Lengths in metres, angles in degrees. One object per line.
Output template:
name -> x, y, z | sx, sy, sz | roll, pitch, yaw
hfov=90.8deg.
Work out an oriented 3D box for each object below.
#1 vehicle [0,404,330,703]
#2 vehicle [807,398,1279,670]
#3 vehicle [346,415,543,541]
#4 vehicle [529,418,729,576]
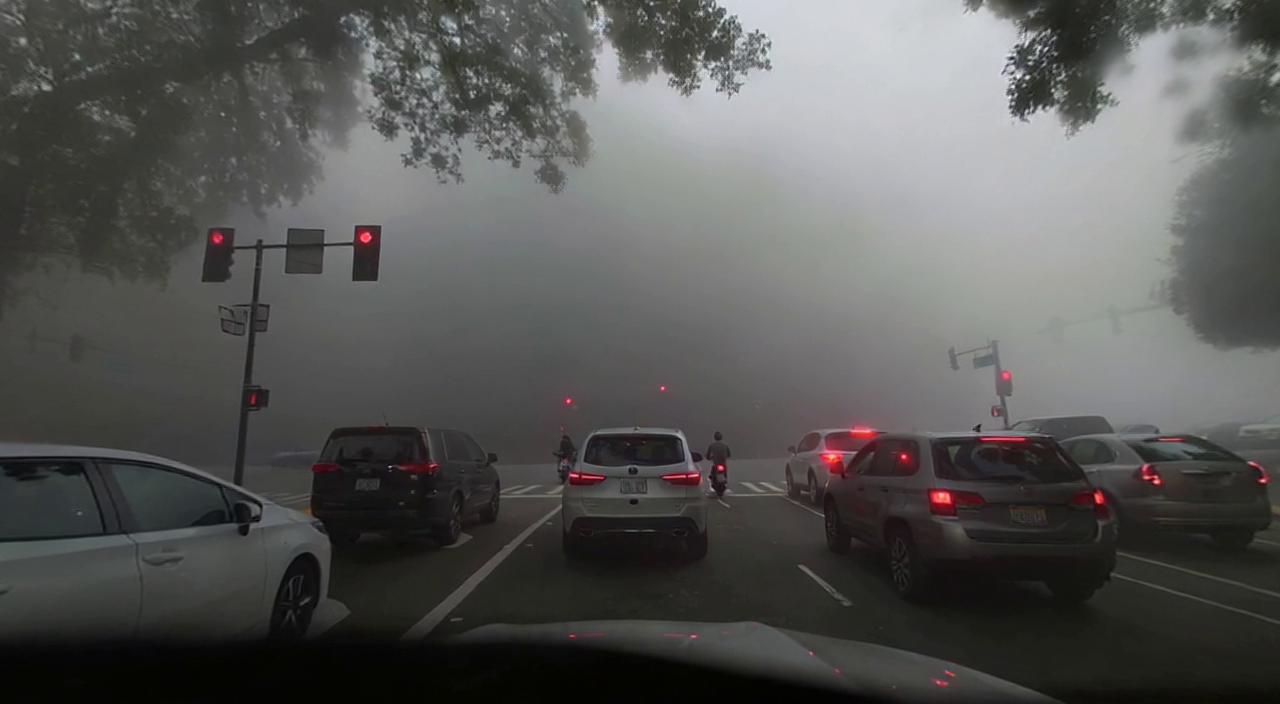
vehicle -> -3.338, 0.956, 2.411 | 1.863, 1.495, 4.667 | 0, -8, 1
vehicle -> 3.235, 1.445, 6.180 | 2.006, 1.659, 4.462 | 0, -8, 1
vehicle -> -3.193, 2.160, 11.454 | 2.048, 1.805, 4.405 | 0, -8, 1
vehicle -> -0.087, 1.812, 8.625 | 2.106, 1.655, 3.717 | 0, -8, 1
